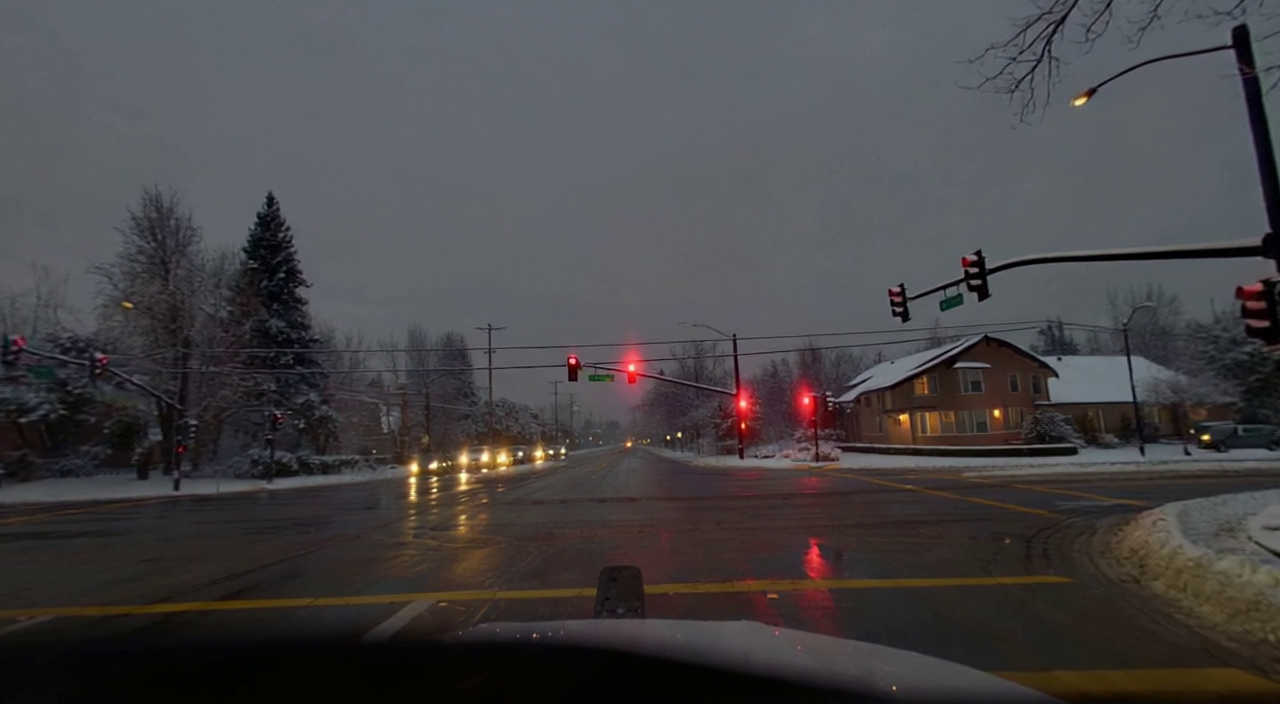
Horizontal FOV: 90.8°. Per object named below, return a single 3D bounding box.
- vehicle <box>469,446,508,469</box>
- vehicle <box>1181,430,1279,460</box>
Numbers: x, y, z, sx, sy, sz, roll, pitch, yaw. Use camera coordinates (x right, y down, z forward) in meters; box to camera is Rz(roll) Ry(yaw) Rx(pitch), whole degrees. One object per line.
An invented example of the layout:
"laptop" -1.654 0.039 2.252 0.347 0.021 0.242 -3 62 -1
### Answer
"vehicle" -10.696 7.459 44.751 1.881 1.509 3.377 0 -9 1
"vehicle" 31.335 4.883 33.016 4.318 1.488 1.870 0 -9 -1
